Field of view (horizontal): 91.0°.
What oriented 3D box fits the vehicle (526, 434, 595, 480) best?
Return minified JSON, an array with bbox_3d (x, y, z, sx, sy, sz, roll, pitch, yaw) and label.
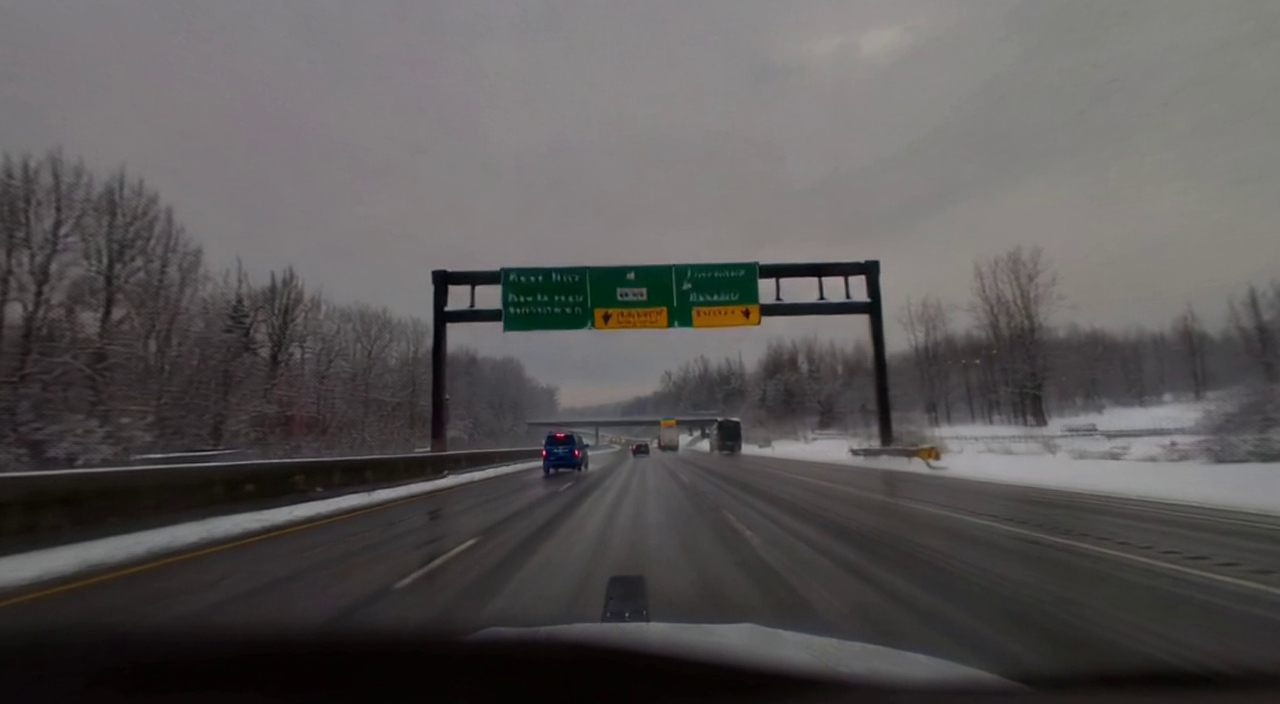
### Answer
[{"bbox_3d":[-3.112,4.239,25.659,2.177,1.707,4.432,0,-8,1],"label":"vehicle"}]
